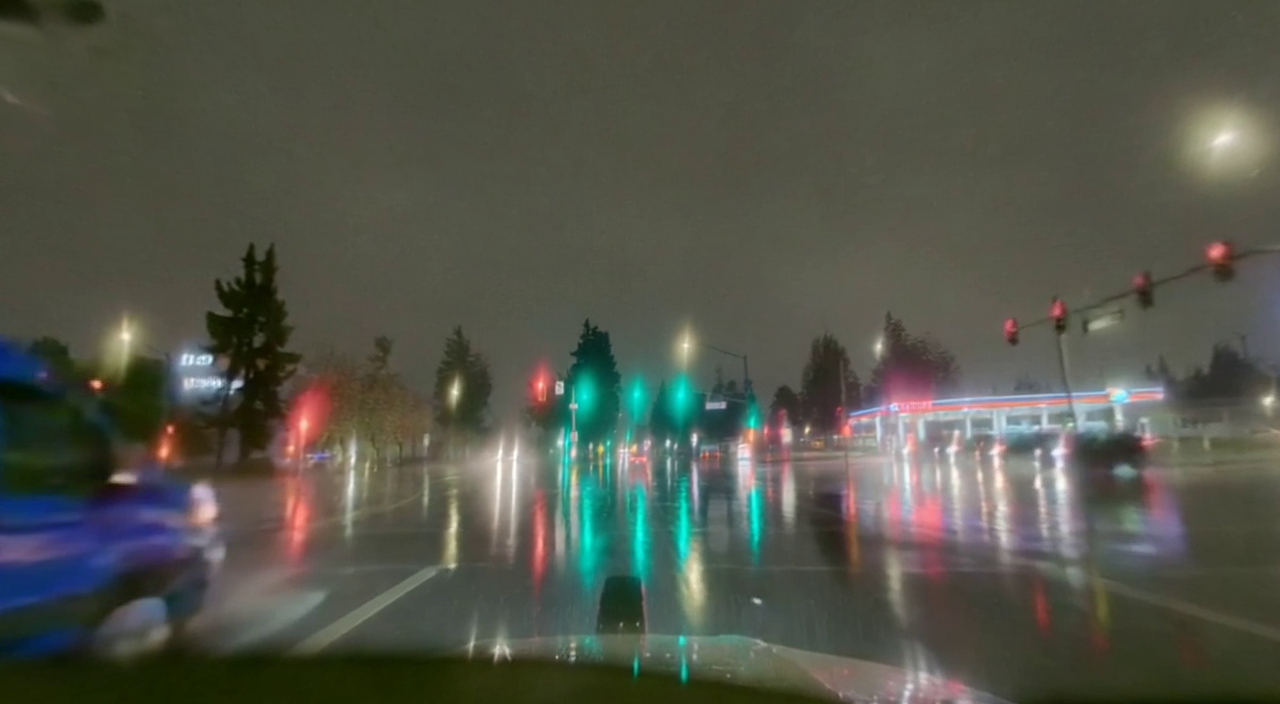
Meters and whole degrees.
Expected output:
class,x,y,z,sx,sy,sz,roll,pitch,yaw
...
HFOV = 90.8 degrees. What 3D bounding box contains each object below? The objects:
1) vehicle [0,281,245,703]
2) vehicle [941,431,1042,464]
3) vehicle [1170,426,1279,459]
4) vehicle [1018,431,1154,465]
class,x,y,z,sx,sy,sz,roll,pitch,yaw
vehicle,-3.776,0.564,1.585,2.206,2.007,5.190,0,-8,0
vehicle,19.424,5.305,35.032,4.364,1.737,1.967,0,-8,0
vehicle,29.442,4.458,31.161,4.768,1.525,1.919,0,-8,0
vehicle,20.158,4.377,28.727,4.615,1.474,2.004,0,-8,0
